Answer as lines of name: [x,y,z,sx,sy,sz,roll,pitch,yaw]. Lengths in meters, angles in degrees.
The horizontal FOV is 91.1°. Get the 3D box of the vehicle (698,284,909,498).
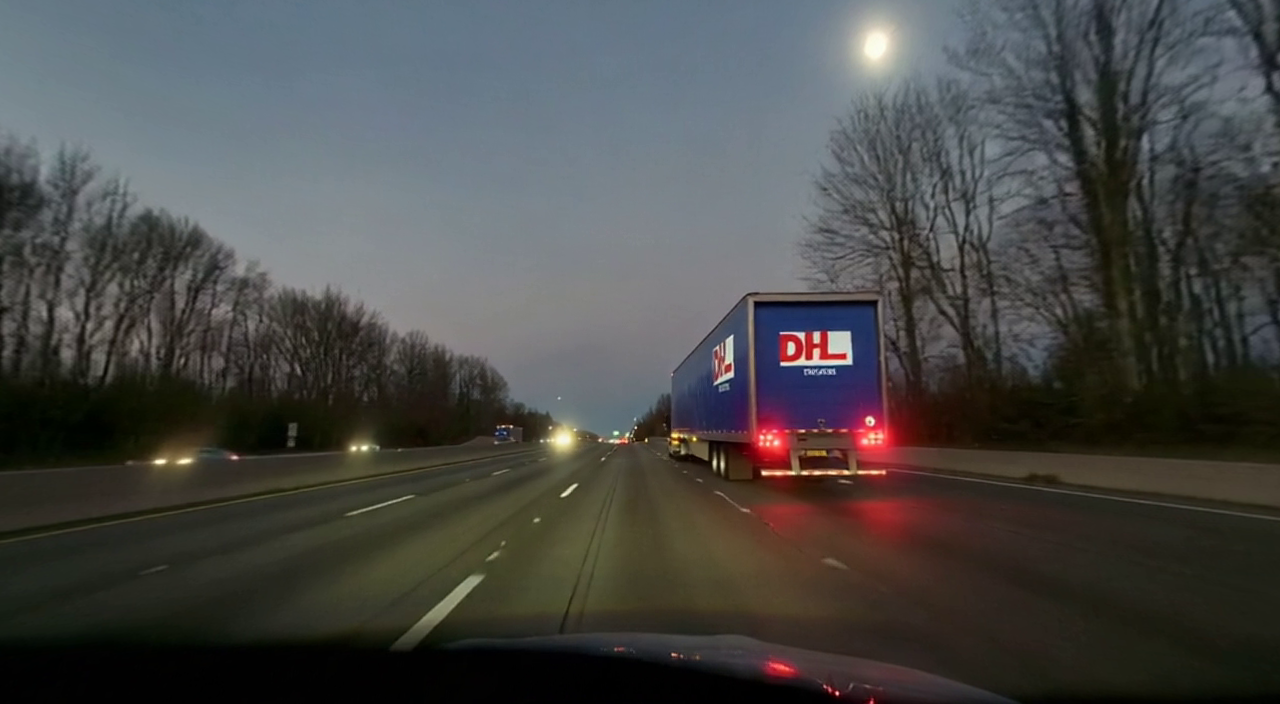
vehicle: [3.598,1.294,16.851,3.011,4.211,8.926,0,-7,-1]

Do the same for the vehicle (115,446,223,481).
vehicle: [-22.932,5.415,30.858,1.932,1.494,4.434,0,-8,-1]
